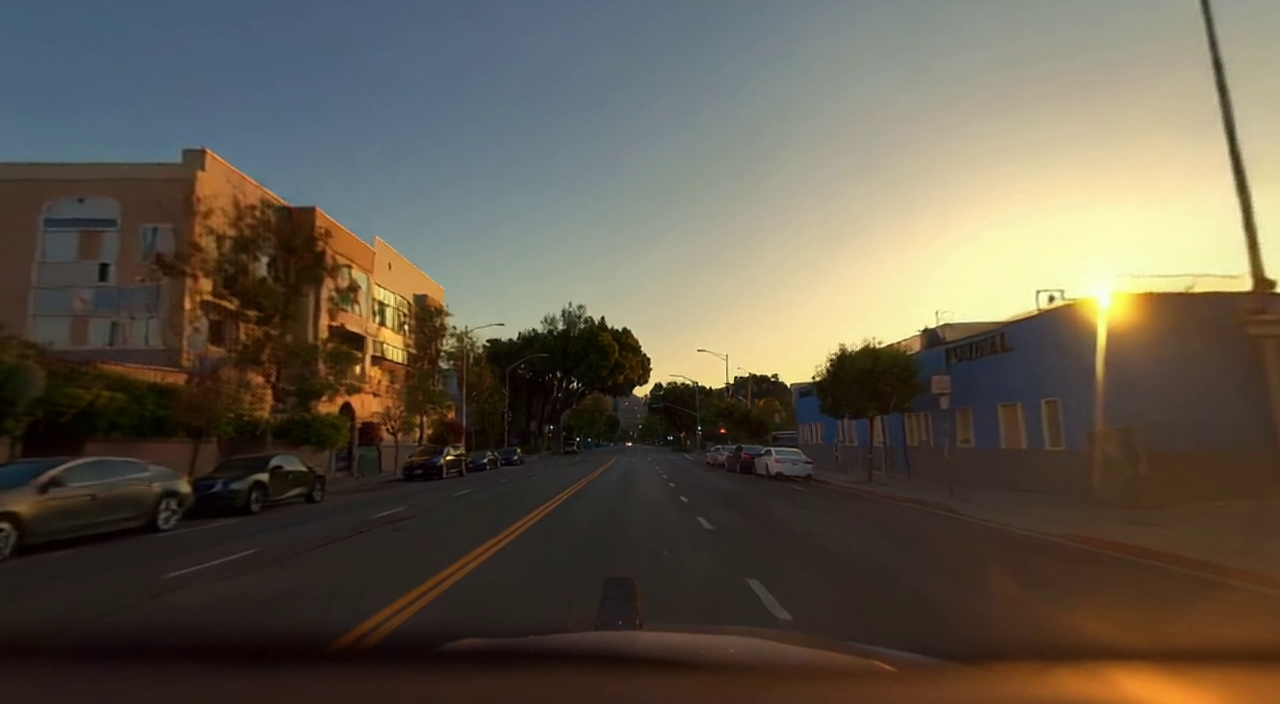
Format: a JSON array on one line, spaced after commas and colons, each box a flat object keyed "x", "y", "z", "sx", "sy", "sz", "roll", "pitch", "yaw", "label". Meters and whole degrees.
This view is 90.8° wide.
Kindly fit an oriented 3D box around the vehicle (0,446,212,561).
[{"x": -10.048, "y": 2.400, "z": 10.614, "sx": 1.995, "sy": 1.564, "sz": 5.321, "roll": 0, "pitch": -8, "yaw": 0, "label": "vehicle"}]

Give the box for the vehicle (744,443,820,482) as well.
[{"x": 6.053, "y": 4.741, "z": 27.565, "sx": 2.038, "sy": 1.482, "sz": 4.994, "roll": 0, "pitch": -8, "yaw": -2, "label": "vehicle"}]

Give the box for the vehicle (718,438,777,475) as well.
[{"x": 5.643, "y": 5.533, "z": 33.945, "sx": 2.227, "sy": 1.811, "sz": 5.172, "roll": 0, "pitch": -8, "yaw": -1, "label": "vehicle"}]

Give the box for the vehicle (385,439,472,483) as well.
[{"x": -9.978, "y": 5.140, "z": 30.359, "sx": 2.228, "sy": 1.863, "sz": 5.407, "roll": 0, "pitch": -8, "yaw": 1, "label": "vehicle"}]

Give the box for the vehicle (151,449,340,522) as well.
[{"x": -9.638, "y": 3.249, "z": 16.020, "sx": 2.021, "sy": 1.482, "sz": 4.601, "roll": 0, "pitch": -8, "yaw": -3, "label": "vehicle"}]
